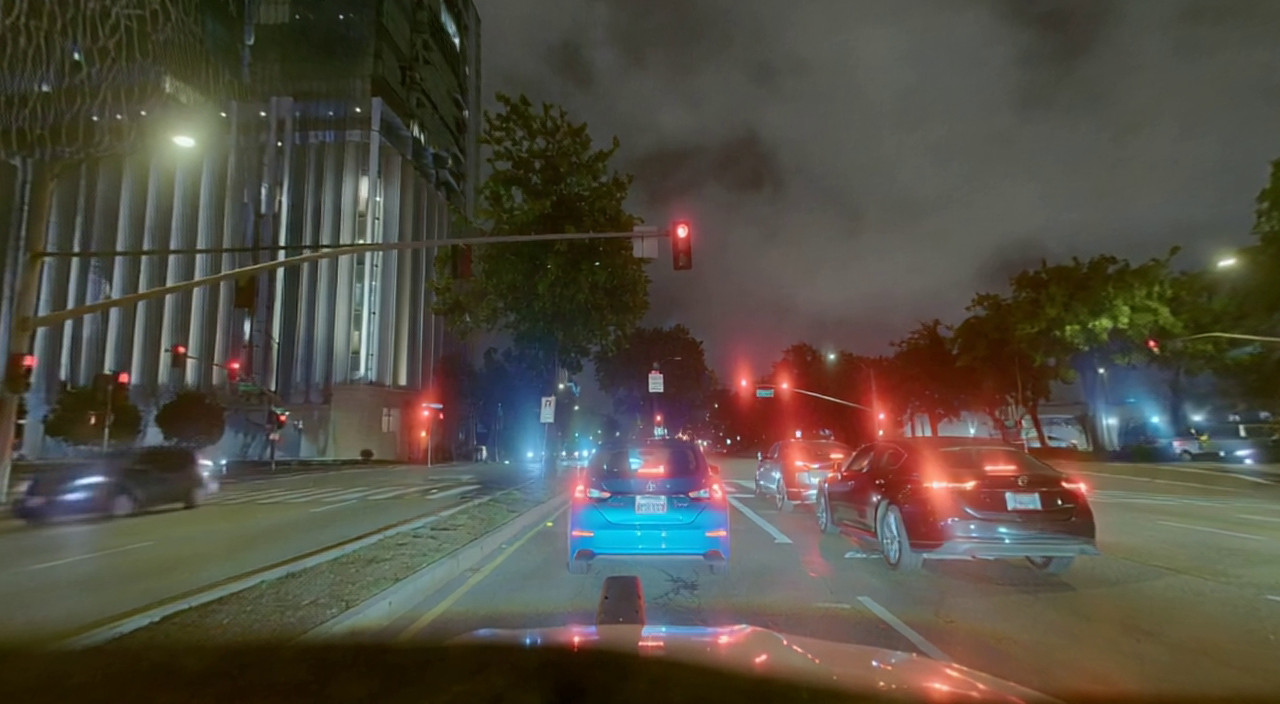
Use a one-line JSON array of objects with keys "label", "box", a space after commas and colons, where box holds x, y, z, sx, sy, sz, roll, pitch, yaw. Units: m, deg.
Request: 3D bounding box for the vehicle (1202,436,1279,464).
[{"label": "vehicle", "box": [35.207, 5.627, 36.133, 4.190, 1.535, 1.998, 0, -9, -1]}]

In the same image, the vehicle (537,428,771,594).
[{"label": "vehicle", "box": [0.091, 1.733, 7.727, 2.087, 1.468, 4.014, 0, -9, -1]}]

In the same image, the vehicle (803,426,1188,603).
[{"label": "vehicle", "box": [3.642, 1.737, 7.736, 2.018, 1.491, 4.544, 0, -9, -1]}]

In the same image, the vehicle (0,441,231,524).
[{"label": "vehicle", "box": [-12.276, 2.979, 15.040, 2.009, 1.642, 4.482, 0, -9, 0]}]
